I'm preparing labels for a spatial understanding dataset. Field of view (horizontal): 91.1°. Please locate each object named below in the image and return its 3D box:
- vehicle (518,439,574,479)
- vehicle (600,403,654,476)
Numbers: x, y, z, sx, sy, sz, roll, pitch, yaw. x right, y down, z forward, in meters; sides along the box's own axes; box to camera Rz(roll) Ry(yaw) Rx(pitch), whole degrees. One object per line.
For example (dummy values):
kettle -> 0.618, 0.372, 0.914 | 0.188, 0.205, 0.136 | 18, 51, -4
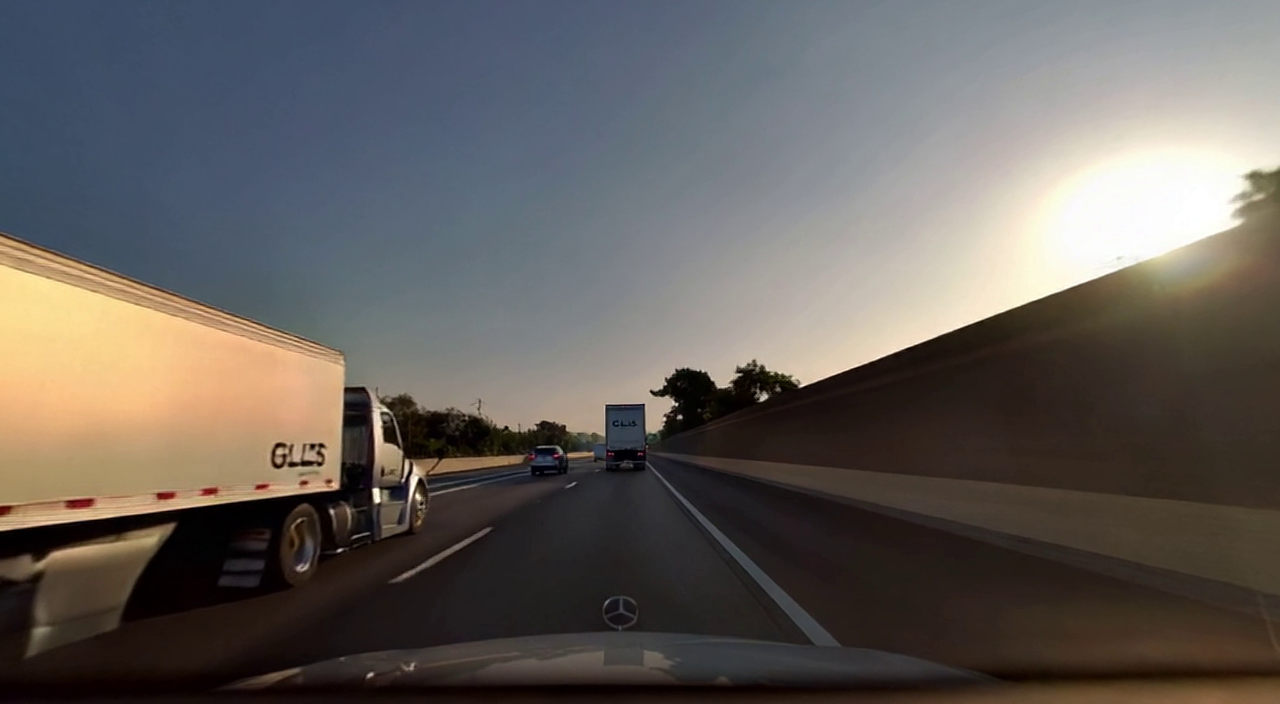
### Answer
vehicle -> -4.891, 5.694, 33.601 | 2.226, 1.935, 5.130 | 0, -9, 0
vehicle -> -0.822, 5.554, 39.437 | 2.923, 4.007, 9.760 | 0, -9, -1
